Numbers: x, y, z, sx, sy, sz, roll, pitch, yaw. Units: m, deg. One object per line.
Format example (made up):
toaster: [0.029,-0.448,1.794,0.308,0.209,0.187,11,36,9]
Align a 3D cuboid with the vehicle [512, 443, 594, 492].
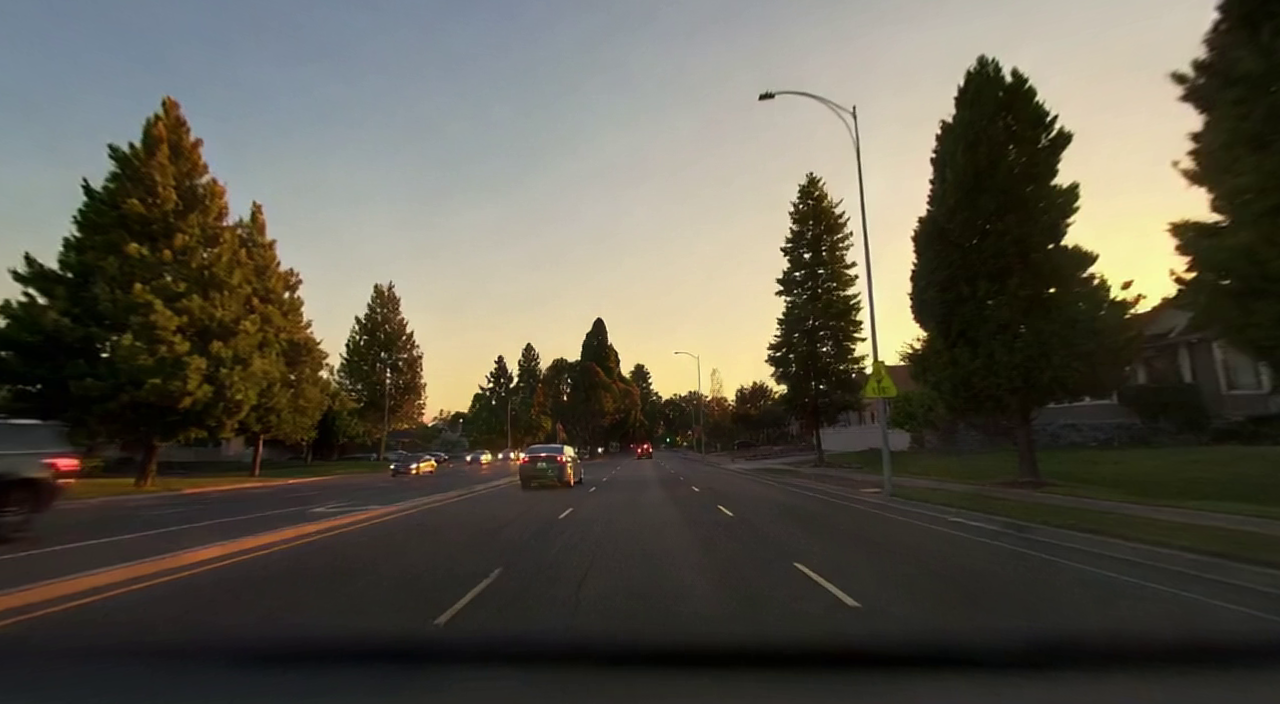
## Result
vehicle: [-2.886,3.980,22.004,2.106,1.517,4.375,-1,-9,2]

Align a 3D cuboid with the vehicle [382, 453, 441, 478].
vehicle: [-14.920,7.407,41.425,1.948,1.492,4.536,-1,-9,3]
